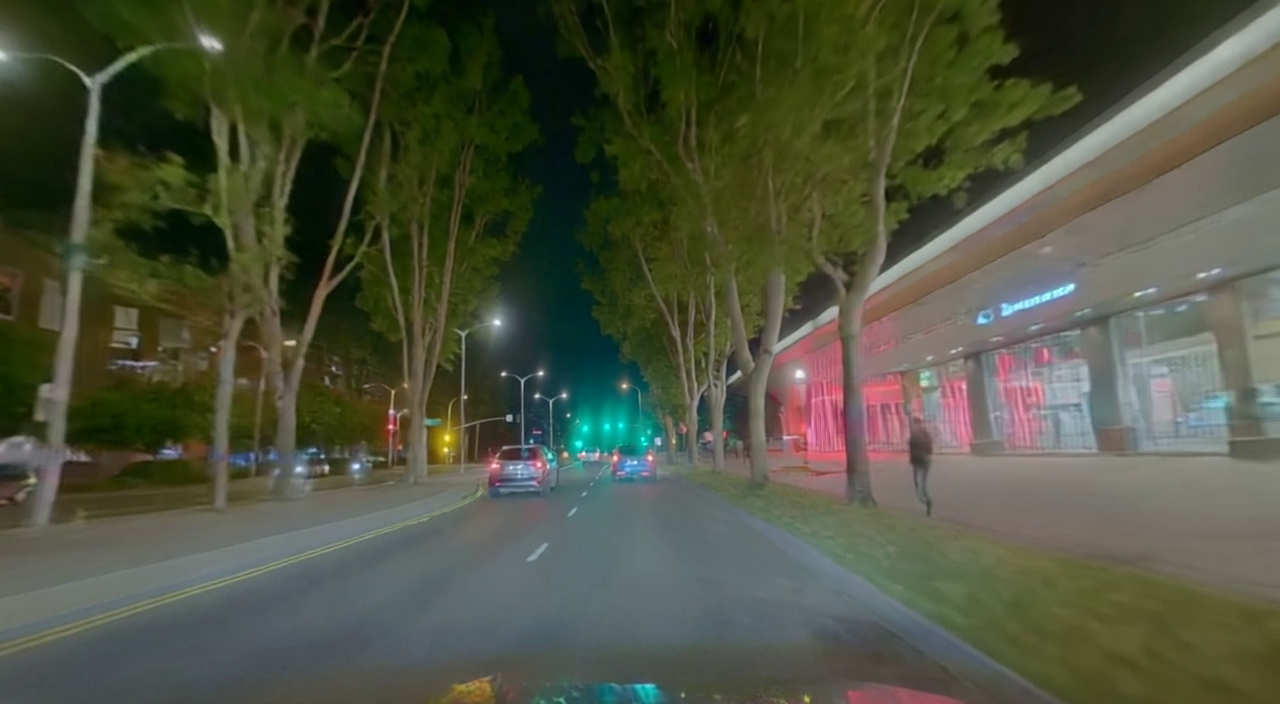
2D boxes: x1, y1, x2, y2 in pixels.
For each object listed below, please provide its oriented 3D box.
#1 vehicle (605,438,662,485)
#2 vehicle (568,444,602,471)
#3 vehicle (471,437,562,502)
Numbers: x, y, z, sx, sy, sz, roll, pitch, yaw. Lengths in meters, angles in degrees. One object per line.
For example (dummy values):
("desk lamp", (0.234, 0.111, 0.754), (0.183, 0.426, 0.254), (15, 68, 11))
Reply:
("vehicle", (-0.292, 4.420, 25.787), (2.120, 1.758, 3.917), (0, -9, -1))
("vehicle", (-3.971, 7.694, 46.347), (2.220, 1.847, 4.587), (0, -9, -2))
("vehicle", (-3.580, 3.476, 19.008), (1.940, 1.722, 3.823), (0, -9, 0))
